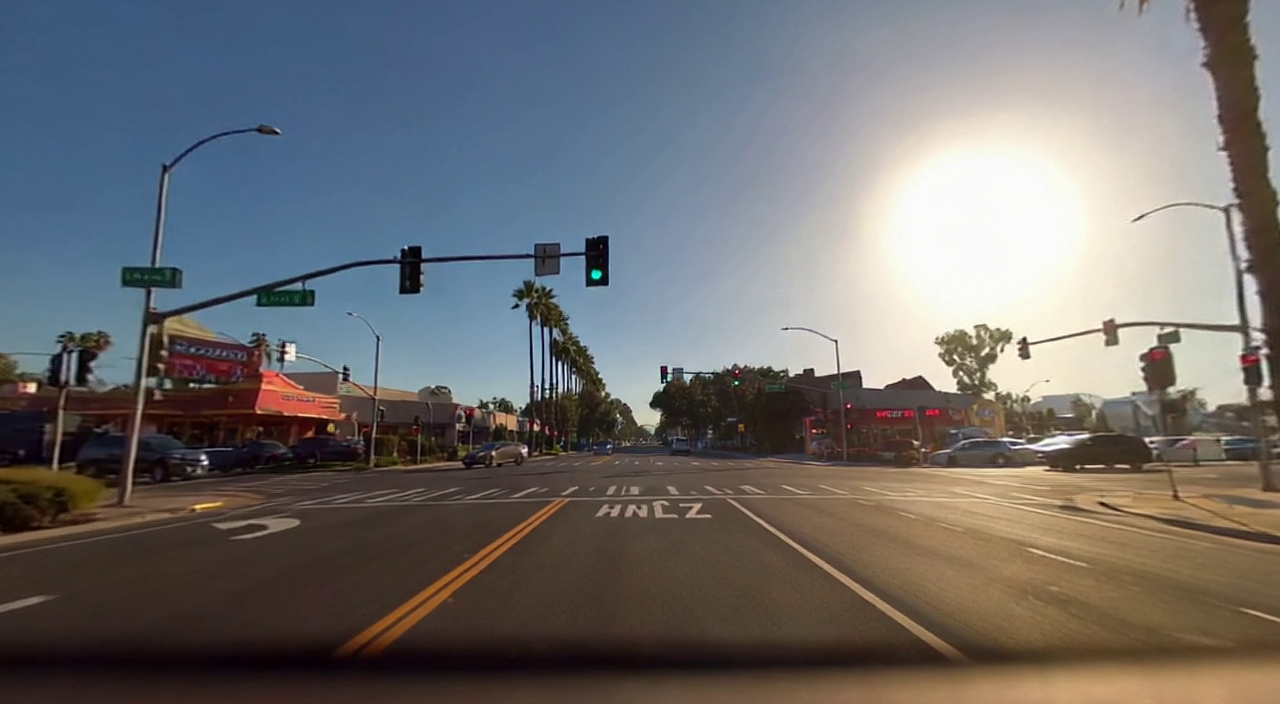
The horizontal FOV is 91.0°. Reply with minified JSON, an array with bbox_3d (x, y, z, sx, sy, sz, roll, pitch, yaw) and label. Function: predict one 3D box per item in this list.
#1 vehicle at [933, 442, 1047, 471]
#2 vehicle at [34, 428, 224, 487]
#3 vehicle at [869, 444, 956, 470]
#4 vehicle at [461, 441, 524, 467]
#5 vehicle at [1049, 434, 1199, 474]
[{"bbox_3d":[18.874,5.674,34.125,4.977,1.508,1.948,0,-8,0],"label":"vehicle"},{"bbox_3d":[-18.611,3.848,23.133,4.901,2.064,2.296,0,-8,0],"label":"vehicle"},{"bbox_3d":[16.618,6.402,38.512,4.451,1.494,1.857,-1,-9,5],"label":"vehicle"},{"bbox_3d":[-10.242,7.126,44.084,2.045,1.699,4.563,-3,-9,20],"label":"vehicle"},{"bbox_3d":[23.353,4.934,30.516,5.509,1.873,2.123,0,-8,-2],"label":"vehicle"}]
